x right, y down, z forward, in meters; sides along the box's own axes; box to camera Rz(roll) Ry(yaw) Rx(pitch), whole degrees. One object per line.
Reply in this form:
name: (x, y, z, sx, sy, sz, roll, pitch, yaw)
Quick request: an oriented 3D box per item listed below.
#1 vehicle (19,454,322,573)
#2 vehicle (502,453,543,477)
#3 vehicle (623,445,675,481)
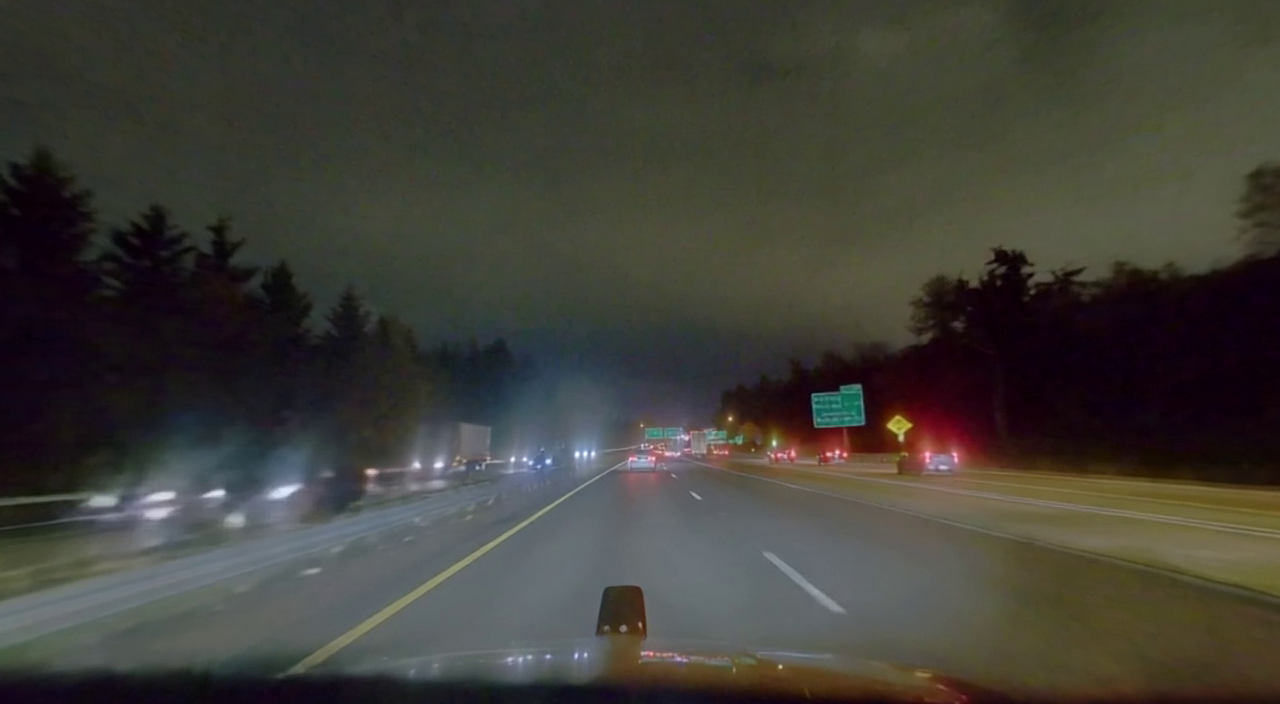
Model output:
vehicle: (-6.997, 2.383, 10.003, 1.956, 1.486, 3.661, 0, -9, 0)
vehicle: (-8.066, 7.777, 43.695, 1.920, 1.533, 4.730, 0, -9, 1)
vehicle: (0.380, 5.031, 28.798, 2.177, 1.520, 4.278, 0, -9, 0)
